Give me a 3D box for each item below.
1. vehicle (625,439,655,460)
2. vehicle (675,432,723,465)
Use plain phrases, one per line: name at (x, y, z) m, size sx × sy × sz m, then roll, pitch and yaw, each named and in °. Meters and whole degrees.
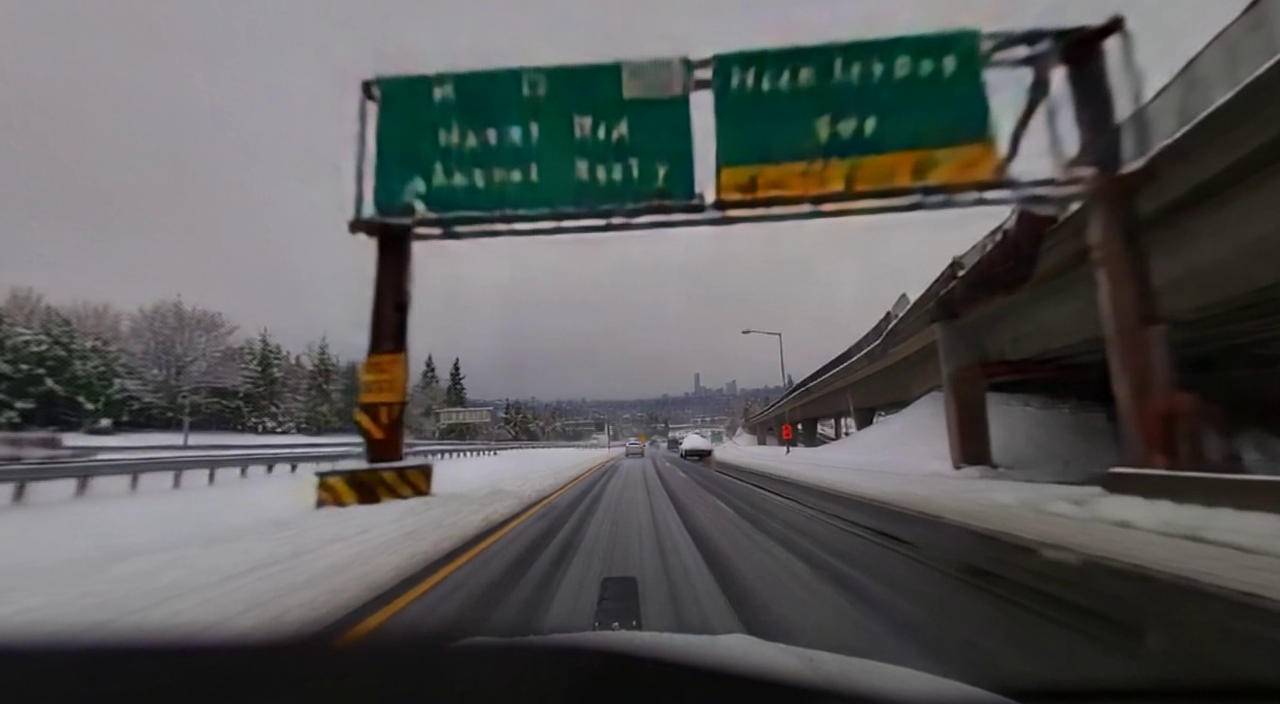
vehicle at (0.065, 7.082, 45.881) m, size 2.046 × 1.475 × 3.784 m, roll 0°, pitch -9°, yaw 2°
vehicle at (3.350, 5.617, 36.748) m, size 2.226 × 1.779 × 4.835 m, roll 0°, pitch -9°, yaw -1°
